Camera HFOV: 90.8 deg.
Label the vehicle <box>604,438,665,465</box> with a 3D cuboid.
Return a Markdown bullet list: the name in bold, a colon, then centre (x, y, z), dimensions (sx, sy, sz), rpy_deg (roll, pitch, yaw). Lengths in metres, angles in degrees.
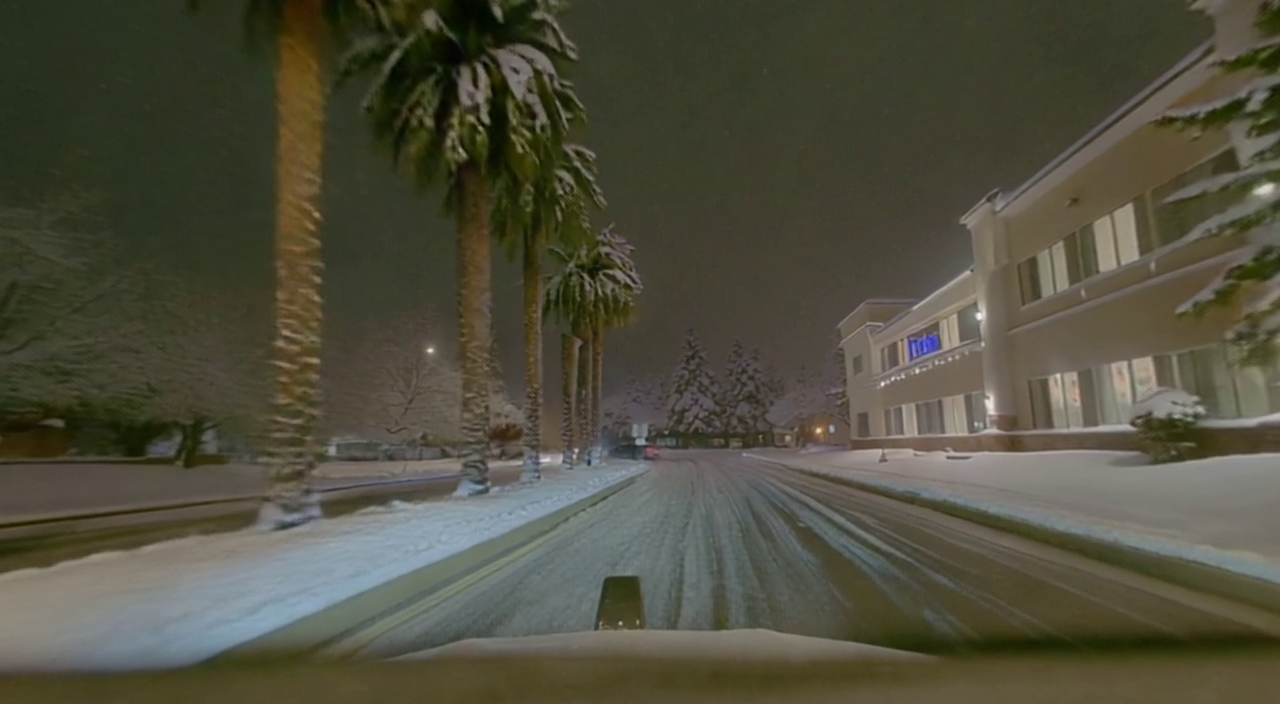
- **vehicle**: centre (-0.462, 7.213, 46.046), dimensions (2.174, 1.863, 4.651), rpy_deg (5, -10, -34)
